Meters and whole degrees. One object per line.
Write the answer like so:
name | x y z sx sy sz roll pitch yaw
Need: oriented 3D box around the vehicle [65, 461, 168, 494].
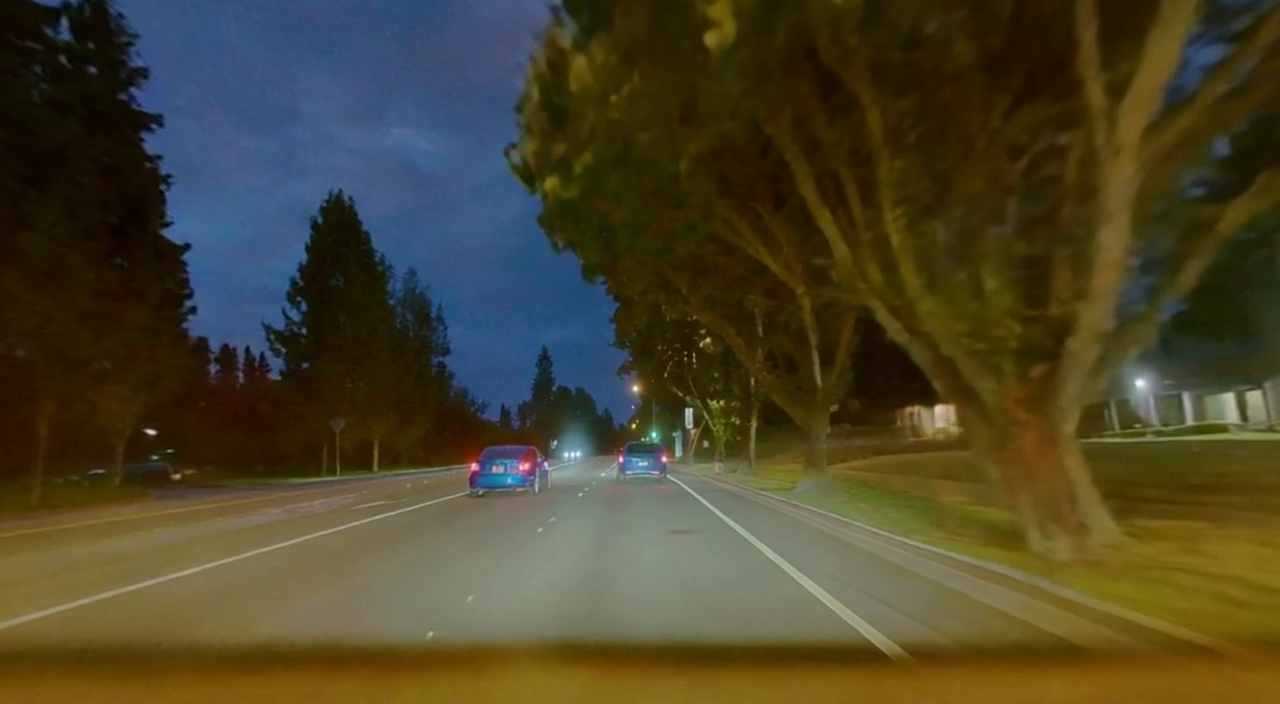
vehicle | -28.059 6.713 33.938 1.826 1.464 4.533 0 -8 -3

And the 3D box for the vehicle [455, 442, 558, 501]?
vehicle | -3.630 3.302 17.893 2.036 1.447 4.044 0 -8 0

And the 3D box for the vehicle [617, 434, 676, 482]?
vehicle | 0.181 4.306 25.871 2.215 1.799 4.426 0 -8 -1
